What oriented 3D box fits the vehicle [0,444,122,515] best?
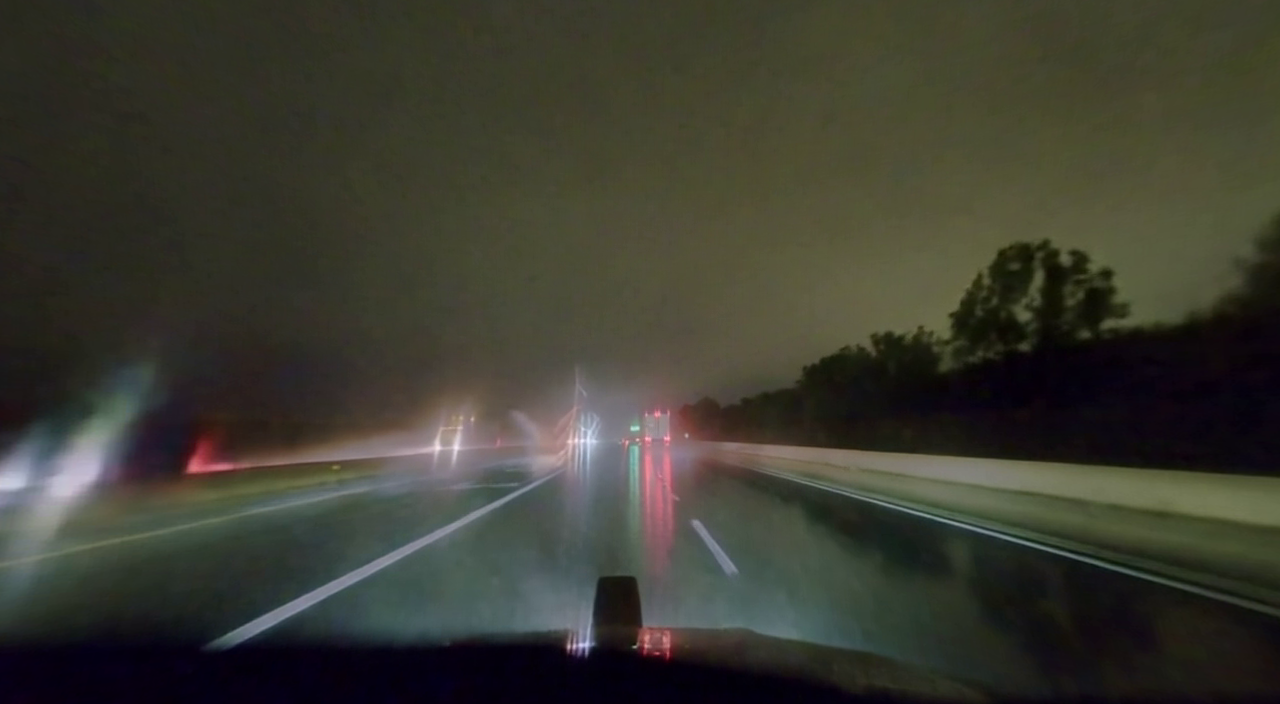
[{"bbox_3d":[-15.316,3.040,15.207,1.868,1.545,4.366,0,-8,-1],"label":"vehicle"}]
